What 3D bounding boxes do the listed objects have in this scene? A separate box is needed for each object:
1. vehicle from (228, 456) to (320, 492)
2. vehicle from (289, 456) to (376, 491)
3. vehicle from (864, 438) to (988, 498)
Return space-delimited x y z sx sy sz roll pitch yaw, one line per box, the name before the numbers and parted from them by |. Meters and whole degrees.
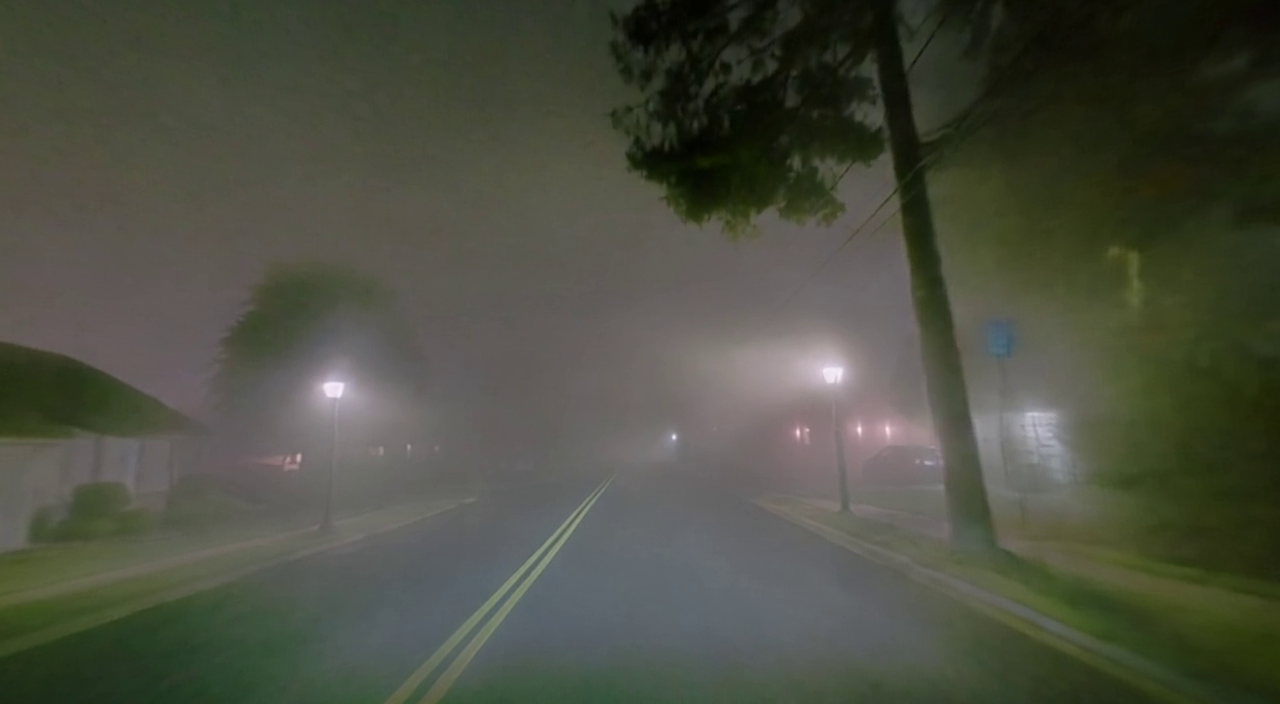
vehicle | -17.787 5.932 30.910 1.903 1.500 4.214 0 -8 1
vehicle | -14.928 5.896 30.912 1.830 1.495 4.641 0 -9 1
vehicle | 8.734 3.522 19.709 1.806 1.496 4.164 -1 -6 -1
